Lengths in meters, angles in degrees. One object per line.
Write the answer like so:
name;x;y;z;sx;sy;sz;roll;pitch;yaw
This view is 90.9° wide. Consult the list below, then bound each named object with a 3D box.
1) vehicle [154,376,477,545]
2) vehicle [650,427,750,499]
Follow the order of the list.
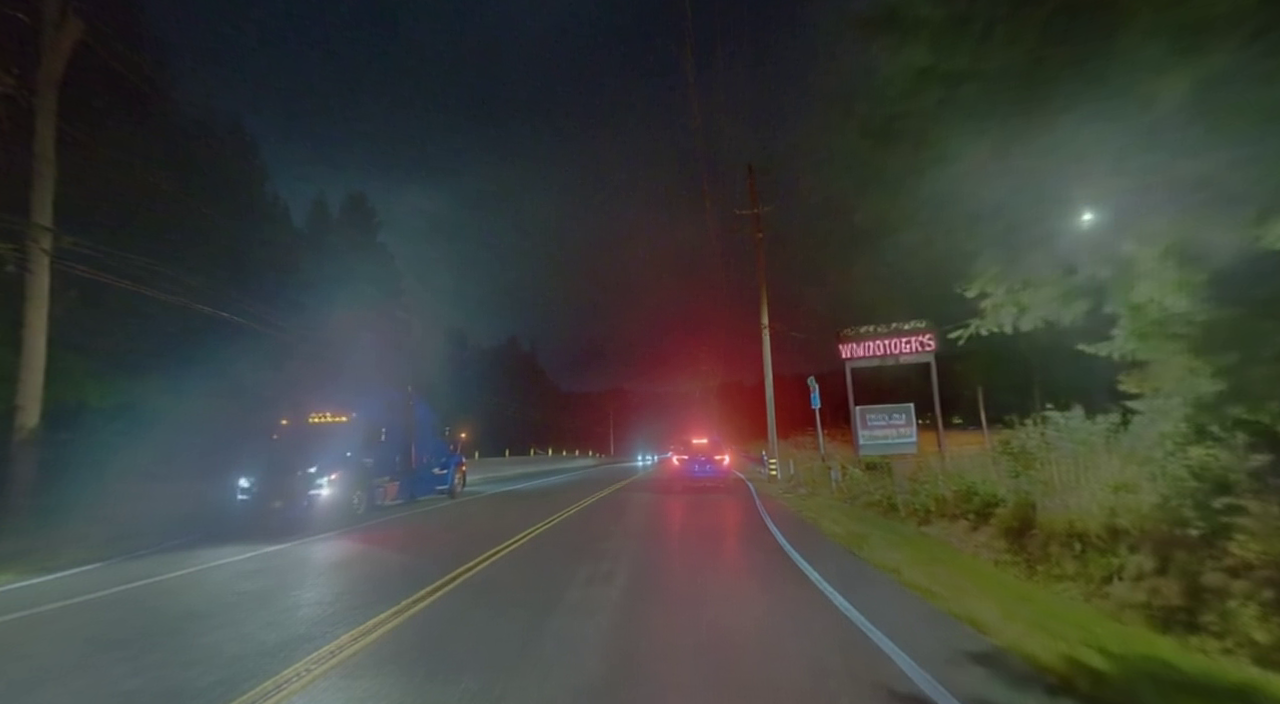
vehicle;-7.632;2.520;16.456;3.395;3.071;7.634;-8;-6;10
vehicle;1.403;2.617;15.171;2.081;1.503;3.726;-1;-8;5
